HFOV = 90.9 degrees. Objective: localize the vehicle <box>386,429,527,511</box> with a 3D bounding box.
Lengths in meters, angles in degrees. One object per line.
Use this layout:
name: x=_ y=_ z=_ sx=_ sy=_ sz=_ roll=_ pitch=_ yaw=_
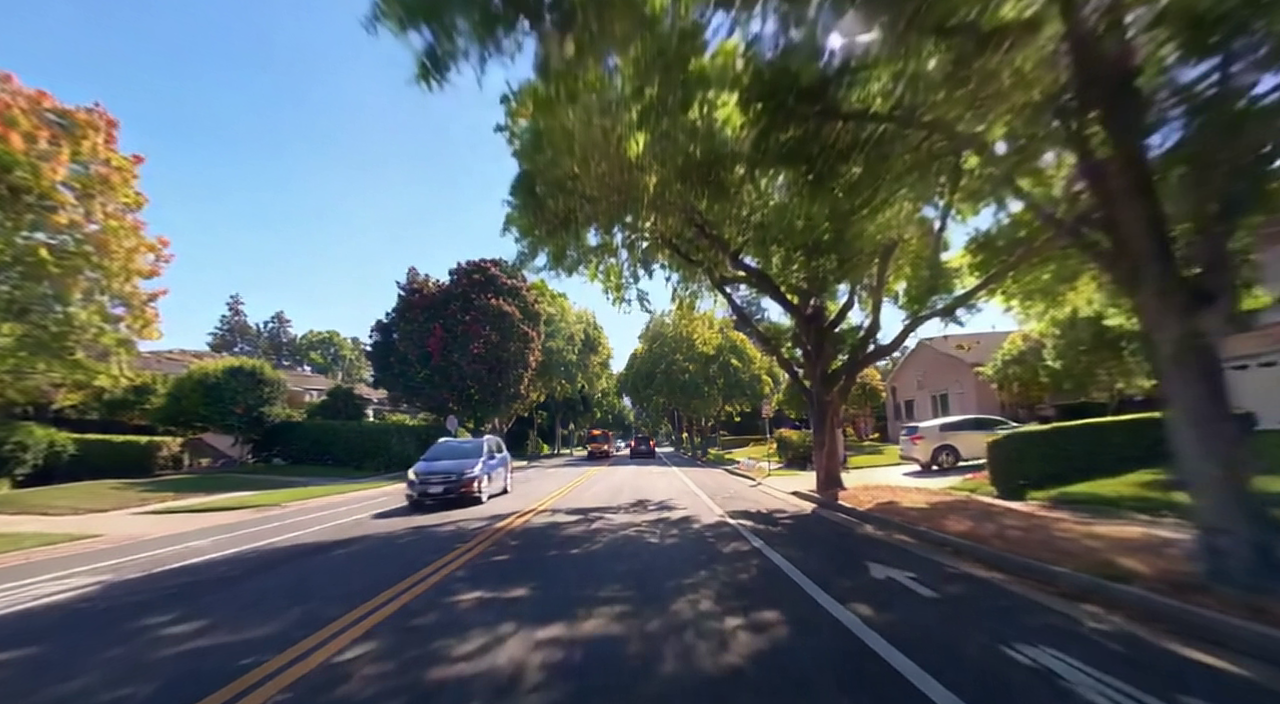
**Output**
vehicle: x=-4.327 y=2.837 z=15.705 sx=2.102 sy=1.620 sz=4.575 roll=-3 pitch=-8 yaw=1
